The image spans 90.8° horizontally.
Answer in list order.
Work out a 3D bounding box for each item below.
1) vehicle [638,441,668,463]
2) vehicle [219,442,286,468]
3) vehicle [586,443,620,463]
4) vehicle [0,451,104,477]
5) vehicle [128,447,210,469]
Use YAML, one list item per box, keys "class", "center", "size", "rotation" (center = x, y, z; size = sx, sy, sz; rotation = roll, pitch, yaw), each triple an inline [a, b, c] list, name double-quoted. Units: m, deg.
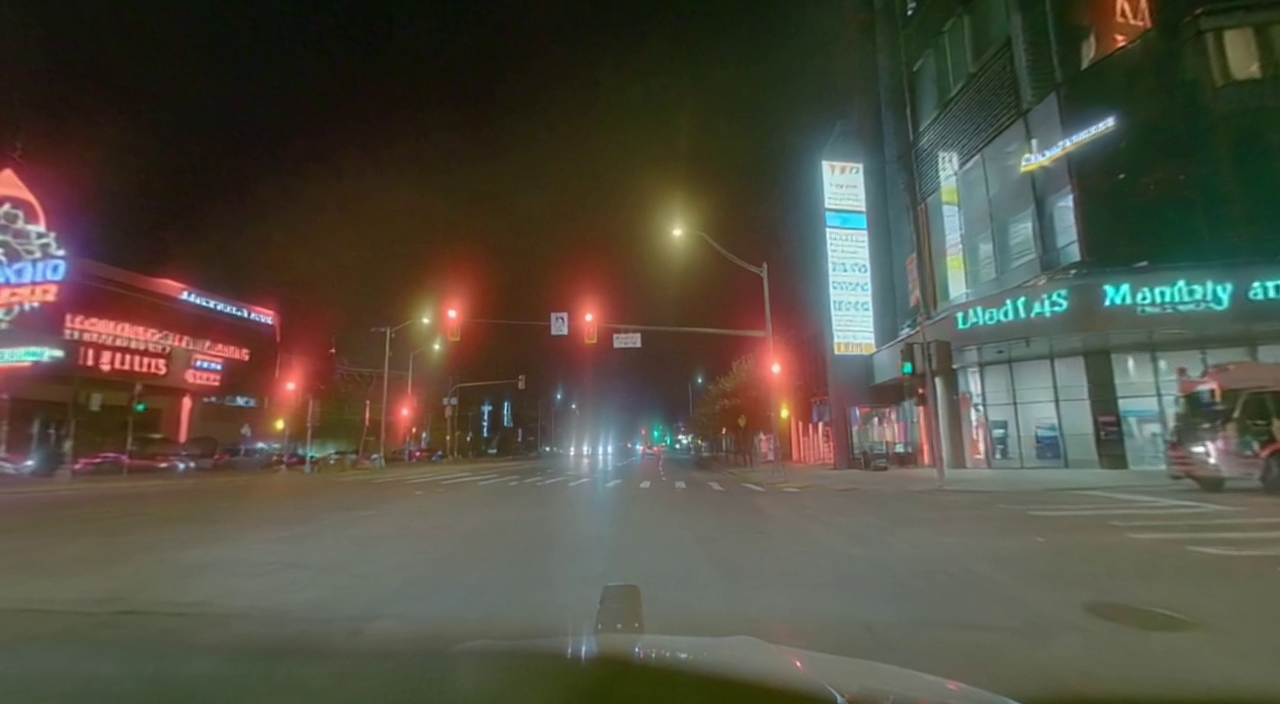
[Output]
- class: "vehicle"
  center: [0.998, 7.569, 47.950]
  size: [2.168, 1.545, 4.047]
  rotation: [0, -9, 1]
- class: "vehicle"
  center: [-28.231, 7.467, 46.113]
  size: [1.643, 1.755, 3.666]
  rotation: [-5, -9, 34]
- class: "vehicle"
  center: [-2.719, 7.496, 47.137]
  size: [1.962, 1.420, 4.021]
  rotation: [0, -9, 4]
- class: "vehicle"
  center: [-36.323, 6.849, 38.938]
  size: [1.826, 1.432, 4.530]
  rotation: [-5, -10, 29]
- class: "vehicle"
  center: [-35.204, 7.916, 47.360]
  size: [1.802, 1.549, 4.439]
  rotation: [-4, -10, 26]
